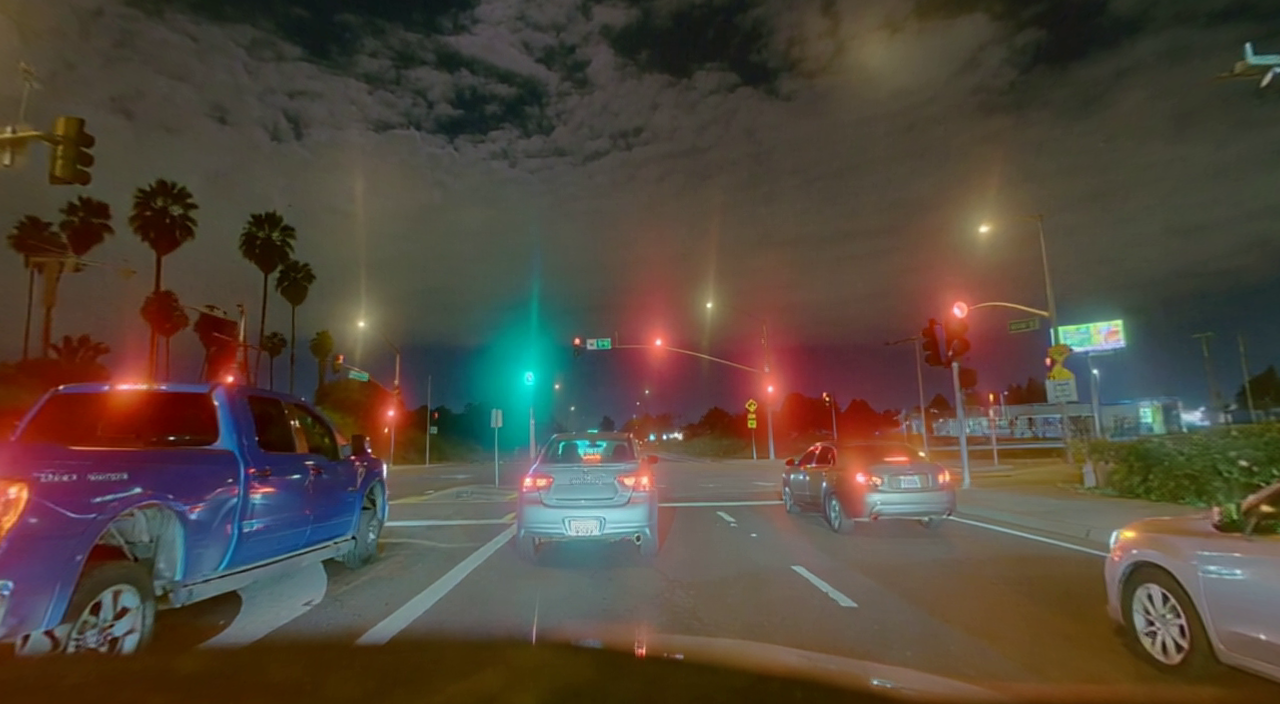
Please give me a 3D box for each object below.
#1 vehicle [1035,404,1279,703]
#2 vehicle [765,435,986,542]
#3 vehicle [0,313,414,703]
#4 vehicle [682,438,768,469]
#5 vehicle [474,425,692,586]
[{"bbox_3d":[3.881,0.892,2.183,2.052,1.496,4.541,0,-9,0],"label":"vehicle"},{"bbox_3d":[3.693,2.215,10.968,1.965,1.448,4.486,0,-9,-2],"label":"vehicle"},{"bbox_3d":[-3.787,1.104,4.932,2.078,1.838,5.448,0,-9,-1],"label":"vehicle"},{"bbox_3d":[4.204,5.130,31.966,1.878,1.428,4.416,5,-10,-32],"label":"vehicle"},{"bbox_3d":[-0.634,1.751,8.052,2.035,1.491,4.090,0,-9,-3],"label":"vehicle"}]
